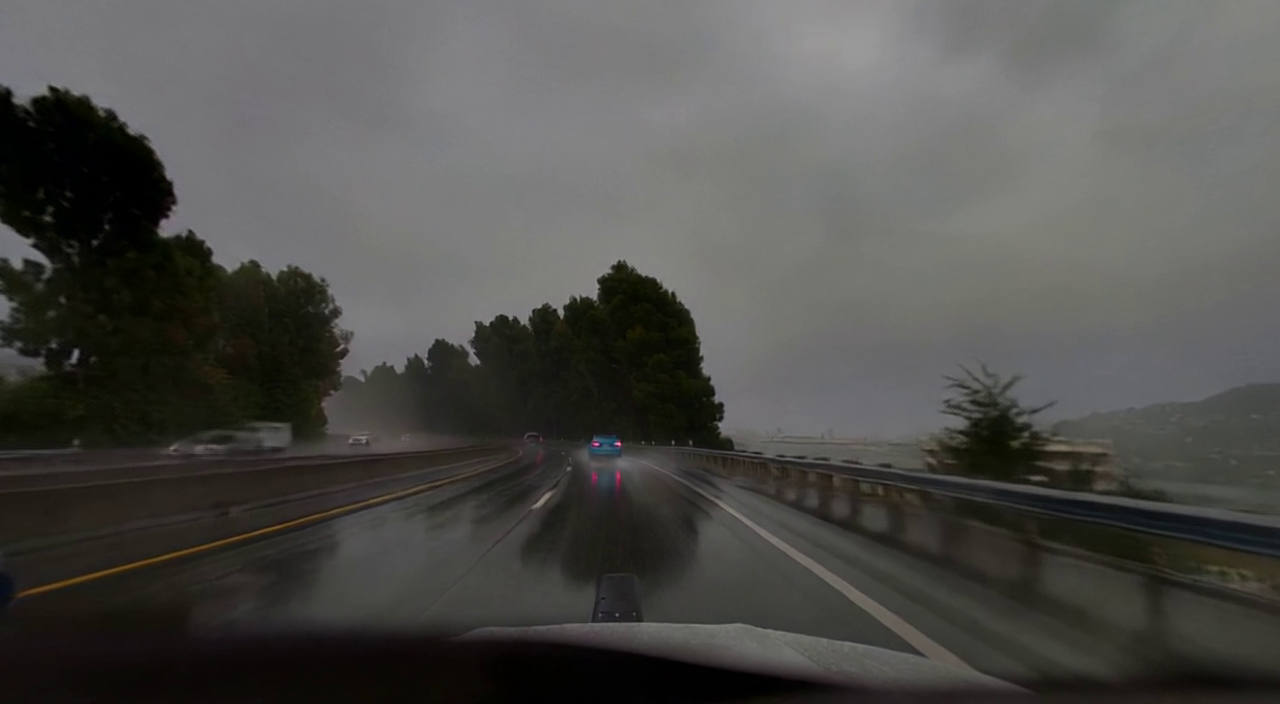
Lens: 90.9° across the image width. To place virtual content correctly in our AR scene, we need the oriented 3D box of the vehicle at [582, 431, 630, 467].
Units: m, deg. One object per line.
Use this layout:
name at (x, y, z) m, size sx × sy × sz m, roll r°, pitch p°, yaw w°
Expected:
vehicle at (-1.869, 5.259, 34.482) m, size 2.452 × 1.857 × 4.022 m, roll 1°, pitch -8°, yaw -3°
